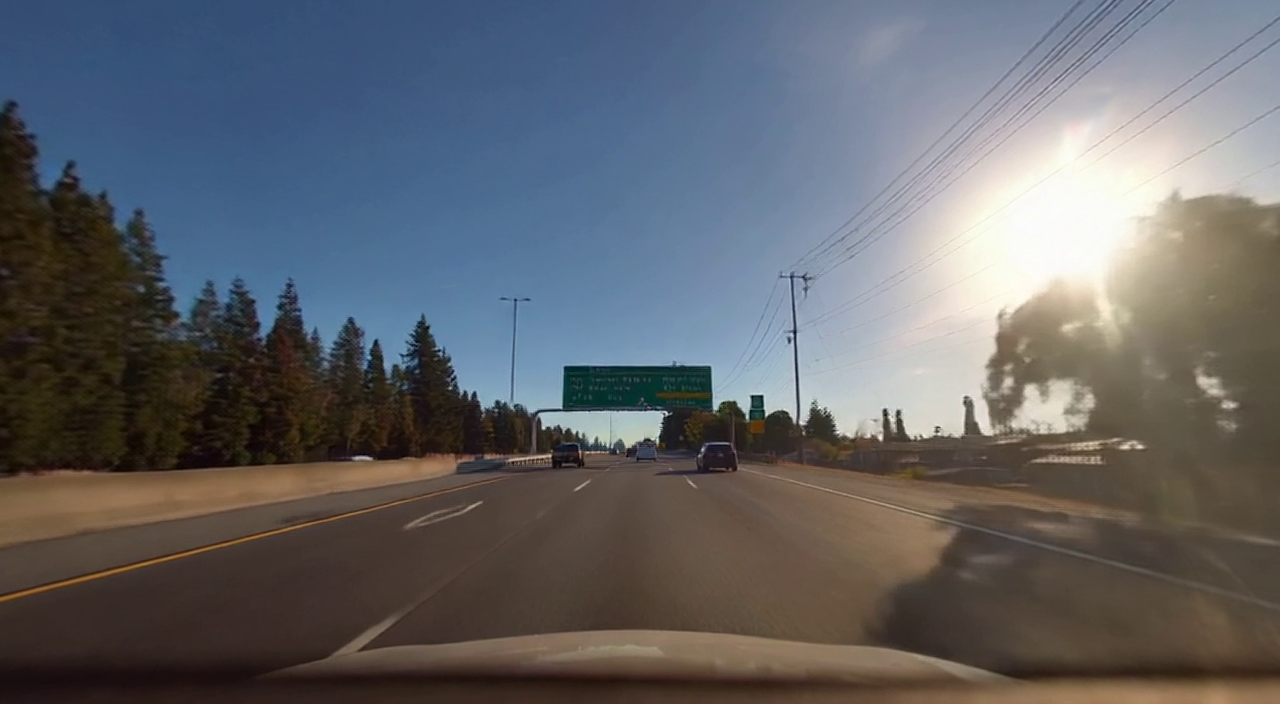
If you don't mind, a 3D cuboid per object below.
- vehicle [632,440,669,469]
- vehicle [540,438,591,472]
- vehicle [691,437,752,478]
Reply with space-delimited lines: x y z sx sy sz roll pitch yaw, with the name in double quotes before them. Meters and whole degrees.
"vehicle" 0.576 6.027 37.193 2.049 1.620 4.153 0 -8 0
"vehicle" -4.108 5.738 35.366 2.217 1.773 4.553 0 -8 1
"vehicle" 3.359 4.430 26.629 1.996 1.579 3.841 0 -8 -1
